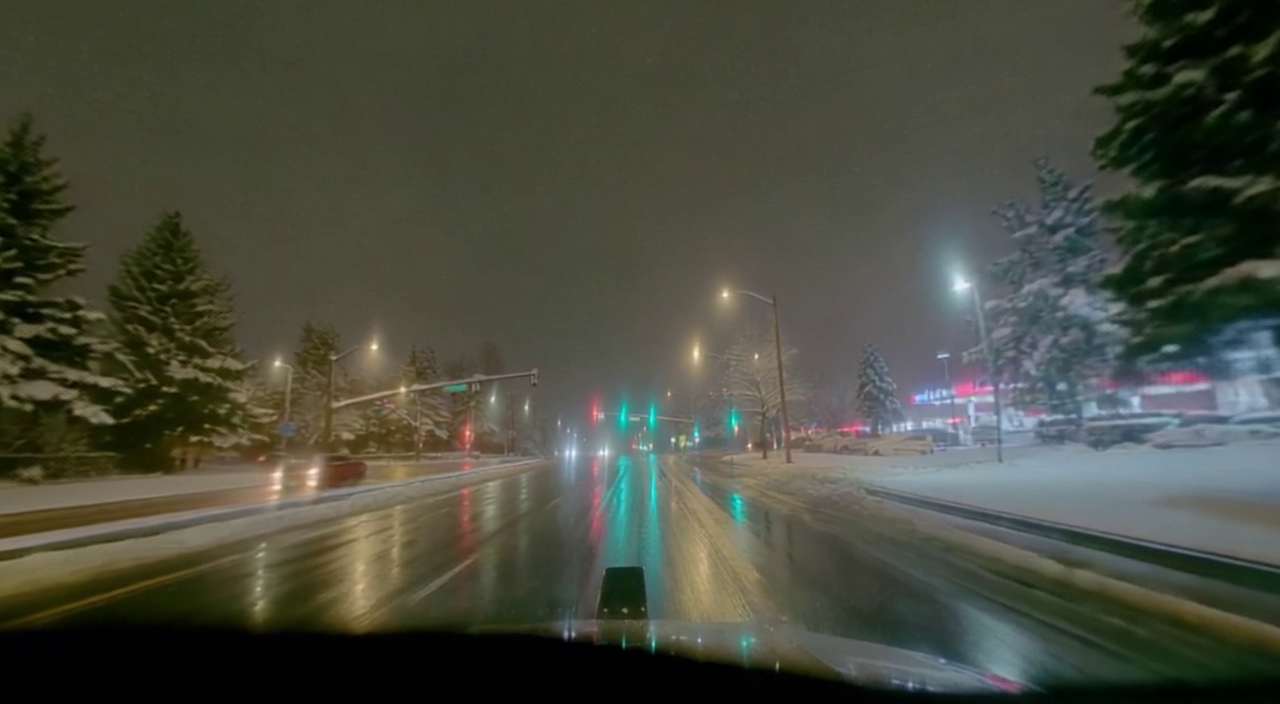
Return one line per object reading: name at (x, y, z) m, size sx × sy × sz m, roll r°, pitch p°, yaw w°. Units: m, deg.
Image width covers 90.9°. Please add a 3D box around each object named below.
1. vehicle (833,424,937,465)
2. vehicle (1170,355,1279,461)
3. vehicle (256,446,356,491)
vehicle at (13.621, 5.179, 35.279) m, size 4.821 × 1.788 × 2.132 m, roll -5°, pitch -8°, yaw 1°
vehicle at (24.033, 2.028, 22.285) m, size 7.750 × 3.426 × 3.178 m, roll 0°, pitch -9°, yaw -5°
vehicle at (-15.437, 5.373, 29.456) m, size 2.028 × 1.850 × 4.746 m, roll -2°, pitch -9°, yaw 1°
